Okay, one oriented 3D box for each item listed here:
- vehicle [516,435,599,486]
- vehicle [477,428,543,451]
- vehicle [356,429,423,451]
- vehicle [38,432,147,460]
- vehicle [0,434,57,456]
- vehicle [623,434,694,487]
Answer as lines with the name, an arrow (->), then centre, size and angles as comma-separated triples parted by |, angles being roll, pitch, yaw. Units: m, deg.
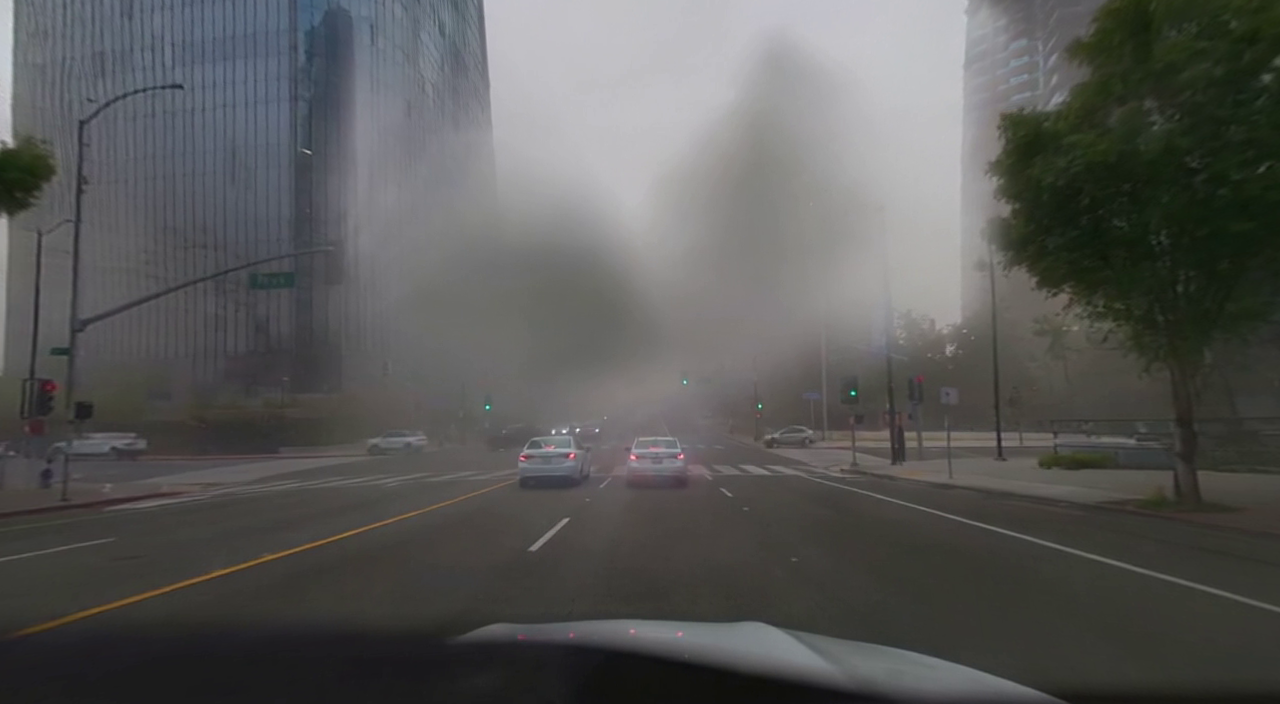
vehicle -> -2.584, 3.542, 20.945 | 1.995, 1.479, 4.627 | 0, -9, 2
vehicle -> -9.687, 6.578, 47.234 | 4.694, 1.677, 1.847 | 2, -9, -10
vehicle -> -19.269, 6.827, 48.780 | 4.410, 1.656, 2.302 | 2, -9, -11
vehicle -> -36.114, 6.211, 41.788 | 4.964, 1.789, 1.941 | 2, -9, -11
vehicle -> -46.425, 6.880, 46.734 | 4.314, 1.571, 1.846 | 2, -9, -9
vehicle -> 0.540, 3.353, 19.836 | 2.016, 1.478, 3.795 | 0, -9, 1
